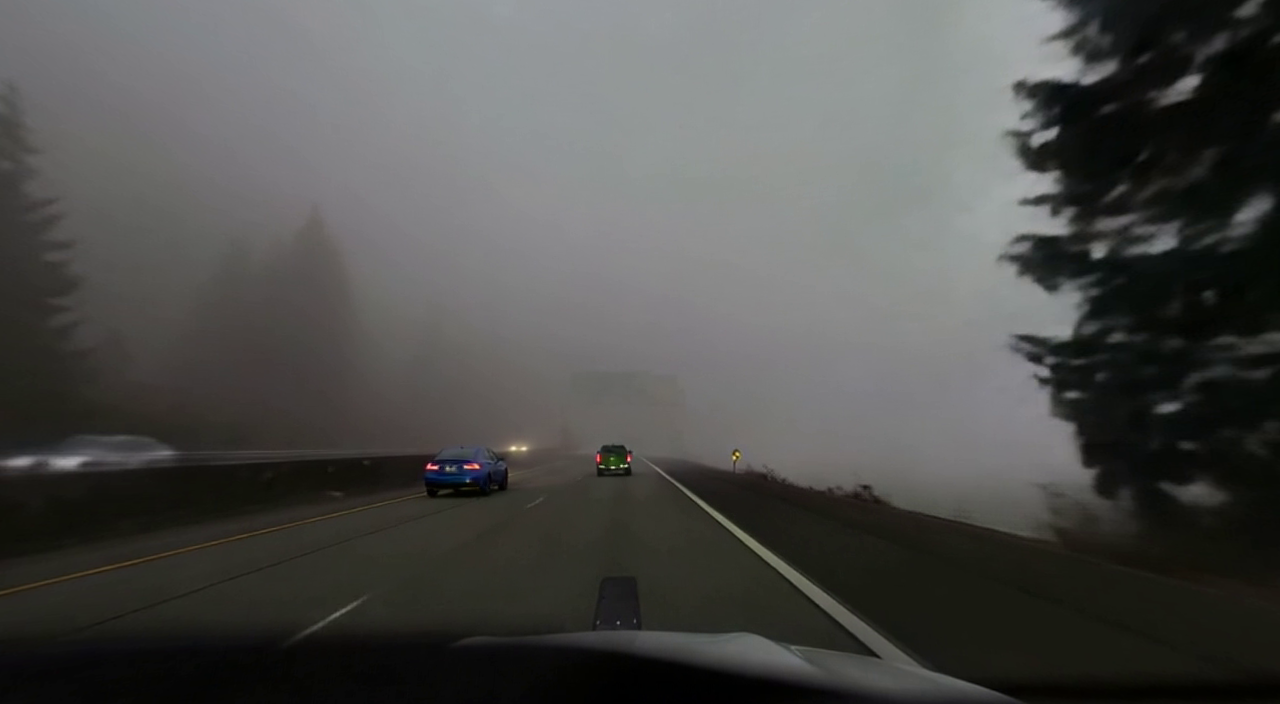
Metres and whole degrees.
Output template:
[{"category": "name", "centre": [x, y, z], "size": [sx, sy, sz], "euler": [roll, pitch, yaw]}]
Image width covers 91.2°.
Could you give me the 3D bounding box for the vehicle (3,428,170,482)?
[{"category": "vehicle", "centre": [-17.804, 3.337, 20.456], "size": [1.851, 1.567, 3.967], "euler": [0, -9, -1]}]

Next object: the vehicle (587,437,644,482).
[{"category": "vehicle", "centre": [-1.005, 4.470, 26.333], "size": [2.220, 1.711, 4.056], "euler": [0, -9, -2]}]

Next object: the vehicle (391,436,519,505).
[{"category": "vehicle", "centre": [-4.843, 3.178, 17.238], "size": [2.103, 1.588, 4.709], "euler": [-1, -9, 0]}]
